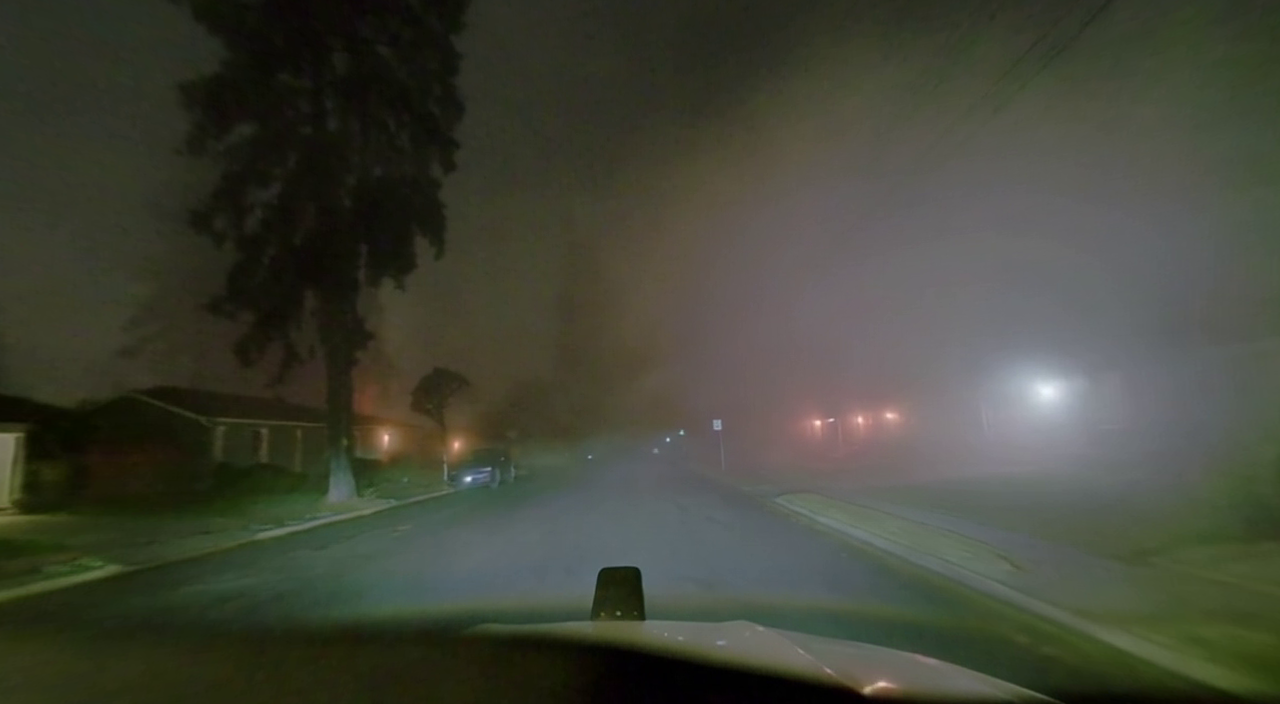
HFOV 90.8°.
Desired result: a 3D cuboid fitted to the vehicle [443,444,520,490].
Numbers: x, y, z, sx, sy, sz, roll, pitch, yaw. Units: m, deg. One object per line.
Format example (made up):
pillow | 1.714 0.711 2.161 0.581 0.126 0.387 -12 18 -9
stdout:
vehicle | -6.585 4.837 26.927 2.078 1.745 5.119 0 -9 -1
